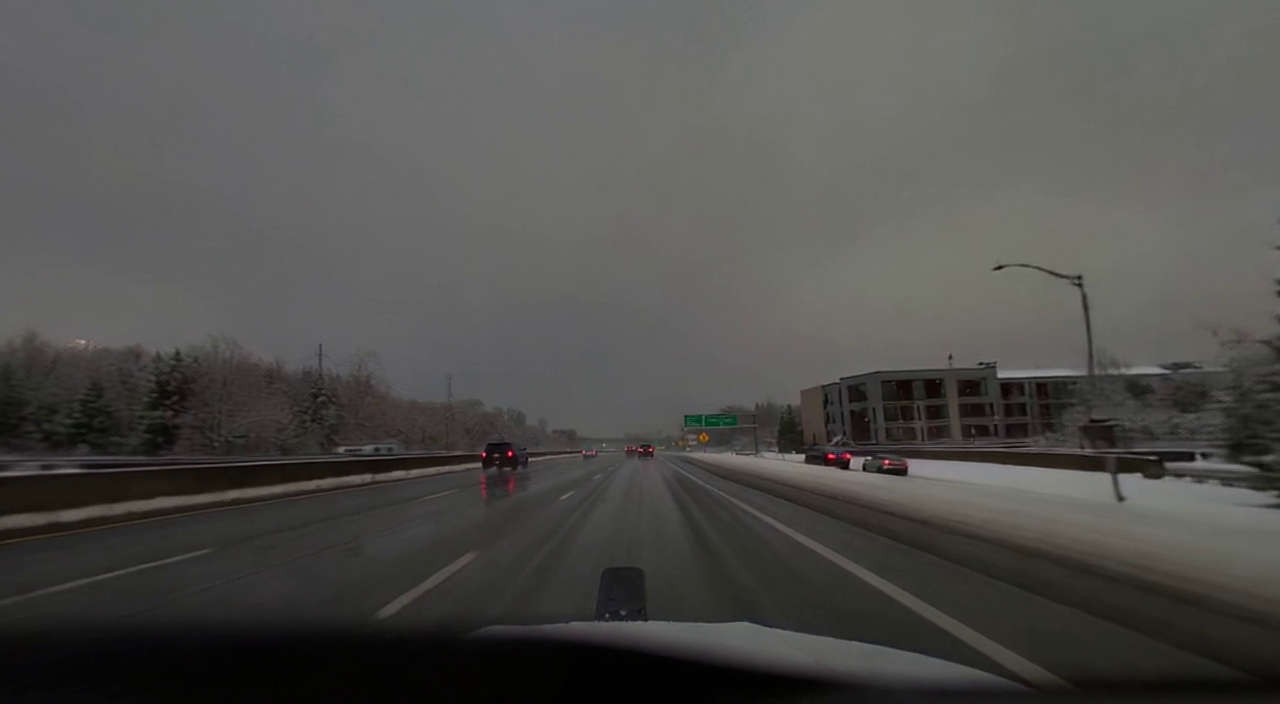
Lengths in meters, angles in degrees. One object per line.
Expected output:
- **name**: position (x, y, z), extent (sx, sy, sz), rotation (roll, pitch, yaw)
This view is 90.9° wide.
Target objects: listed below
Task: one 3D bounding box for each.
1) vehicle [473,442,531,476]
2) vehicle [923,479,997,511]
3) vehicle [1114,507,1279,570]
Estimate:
- **vehicle**: position (-7.300, 5.692, 33.745), extent (2.088, 1.678, 4.426), rotation (-1, -9, 0)
- **vehicle**: position (19.981, 8.910, 39.604), extent (1.875, 1.610, 4.265), rotation (1, -9, -9)
- **vehicle**: position (21.331, 7.081, 24.384), extent (2.008, 1.658, 4.776), rotation (0, -9, -5)
